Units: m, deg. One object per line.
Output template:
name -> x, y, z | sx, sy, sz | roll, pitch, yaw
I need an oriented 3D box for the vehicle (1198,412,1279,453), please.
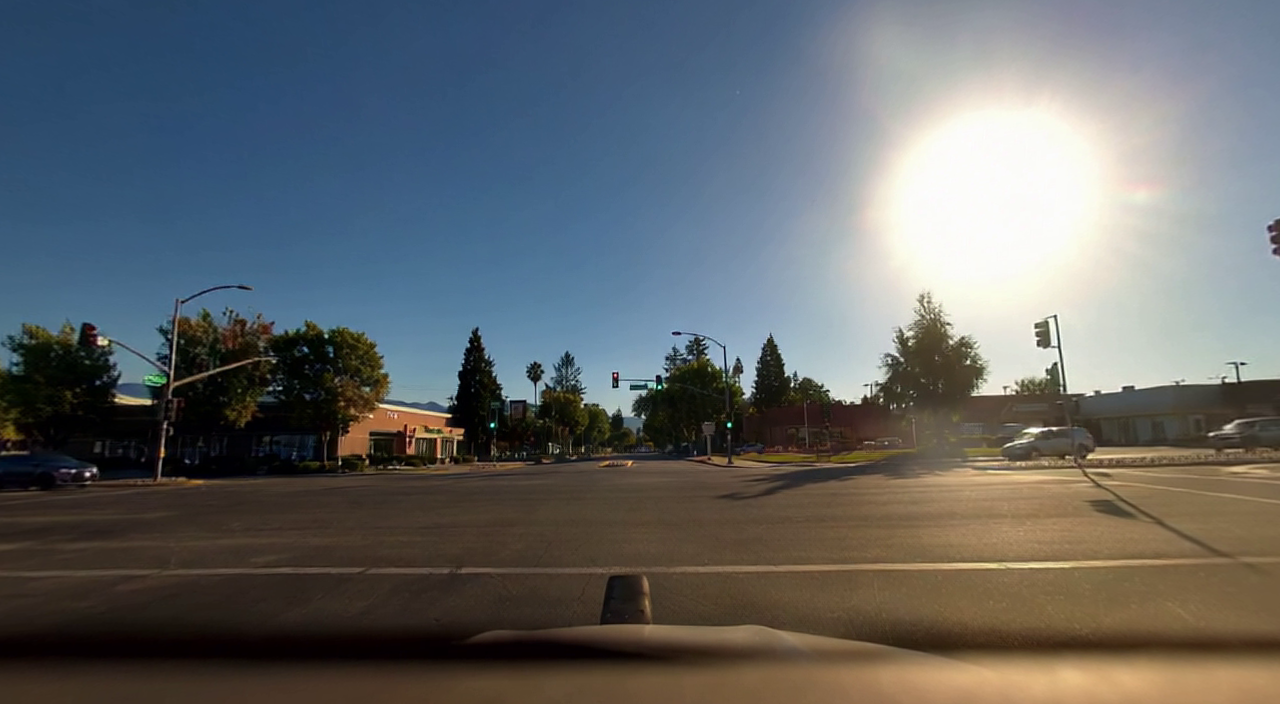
vehicle -> 25.828, 3.280, 25.623 | 4.288, 1.600, 1.927 | 0, -8, 2

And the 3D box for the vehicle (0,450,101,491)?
vehicle -> -25.235, 4.845, 25.940 | 4.332, 1.573, 1.900 | 0, -8, 3

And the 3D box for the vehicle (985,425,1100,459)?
vehicle -> 20.441, 4.588, 32.137 | 4.483, 1.691, 1.949 | 0, -8, 1
